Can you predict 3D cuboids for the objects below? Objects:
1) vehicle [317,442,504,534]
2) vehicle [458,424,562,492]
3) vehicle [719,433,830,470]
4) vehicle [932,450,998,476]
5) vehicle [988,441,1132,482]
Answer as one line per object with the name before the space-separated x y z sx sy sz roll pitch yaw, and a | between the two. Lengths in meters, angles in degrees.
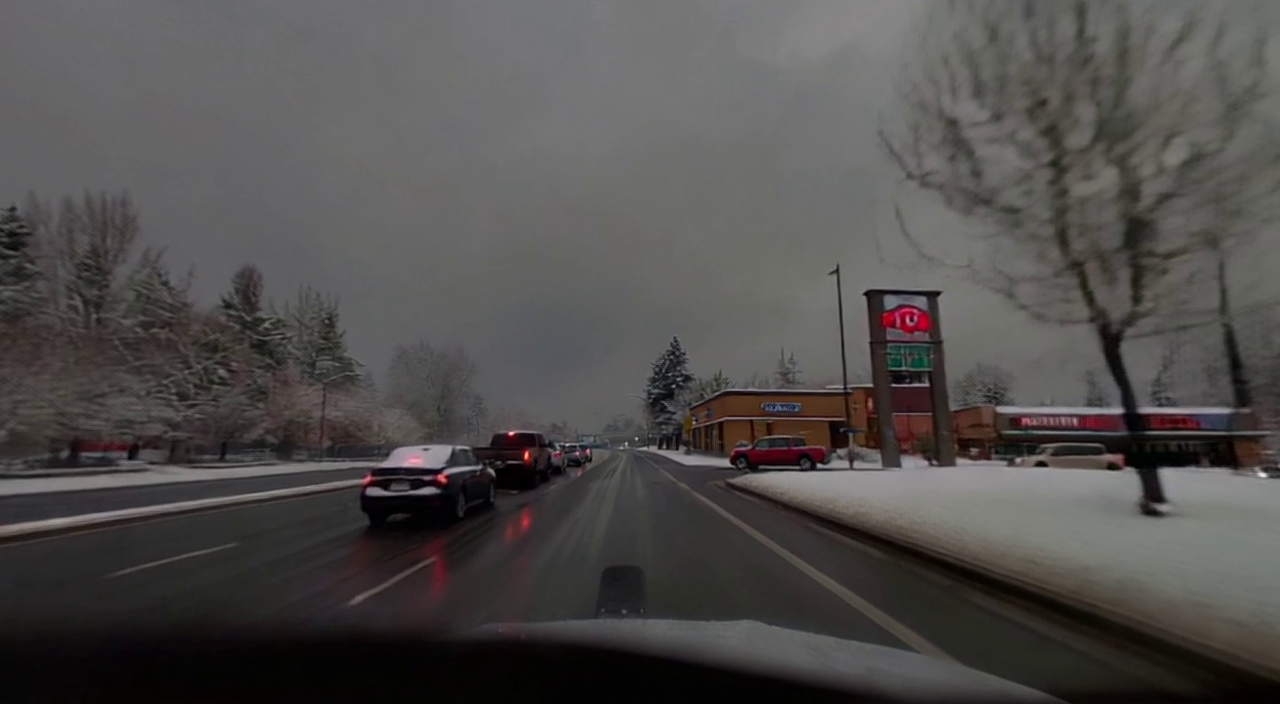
vehicle | -4.119 2.490 12.205 2.113 1.446 4.309 0 -8 -2
vehicle | -4.504 3.800 22.996 2.664 2.122 6.124 0 -8 -2
vehicle | 6.250 4.725 29.624 4.813 1.622 2.110 0 -11 4
vehicle | 19.872 6.783 38.568 1.646 1.418 3.910 1 -8 -5
vehicle | 19.701 5.141 29.696 5.120 1.817 2.154 -1 -8 6
